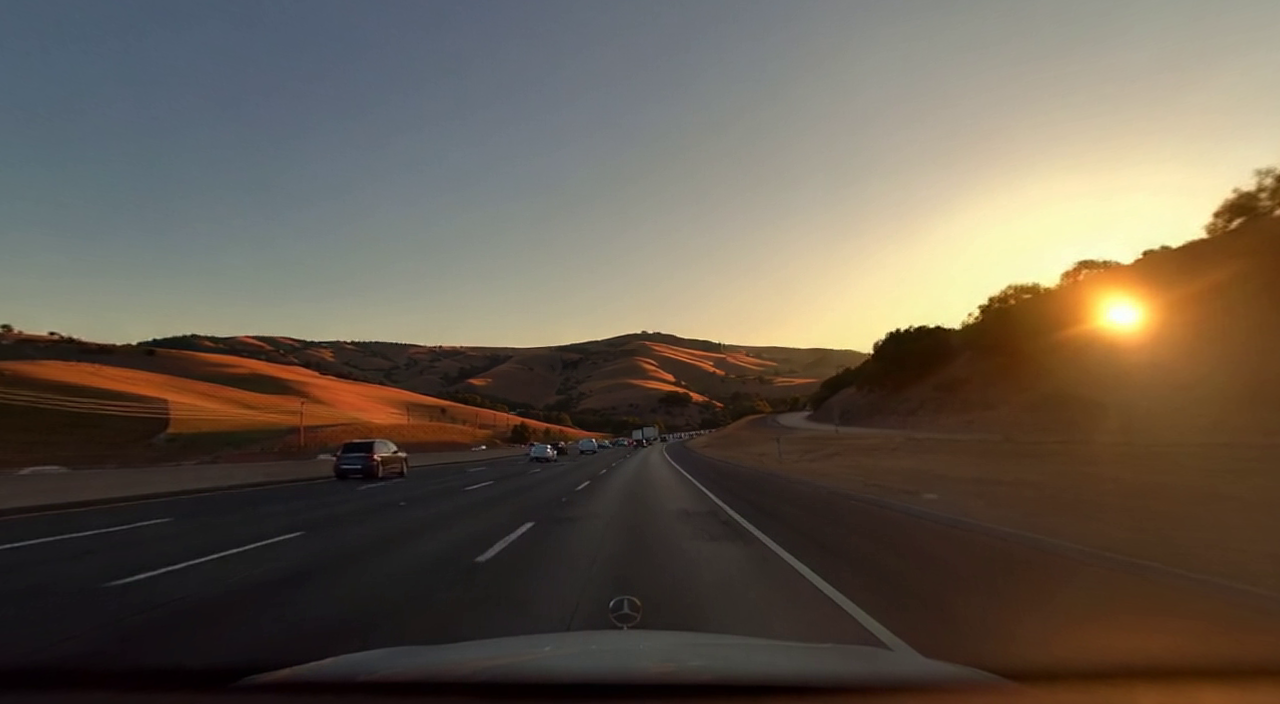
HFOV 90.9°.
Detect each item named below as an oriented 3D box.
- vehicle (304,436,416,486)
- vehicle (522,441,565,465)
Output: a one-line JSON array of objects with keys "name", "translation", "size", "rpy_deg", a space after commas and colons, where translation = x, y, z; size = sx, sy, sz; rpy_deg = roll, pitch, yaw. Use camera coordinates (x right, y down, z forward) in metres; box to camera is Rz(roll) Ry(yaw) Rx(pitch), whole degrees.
[{"name": "vehicle", "translation": [-10.487, 4.094, 24.044], "size": [2.122, 1.695, 4.437], "rpy_deg": [0, -9, 2]}, {"name": "vehicle", "translation": [-6.449, 6.837, 42.809], "size": [2.107, 1.484, 4.449], "rpy_deg": [0, -9, 2]}]
